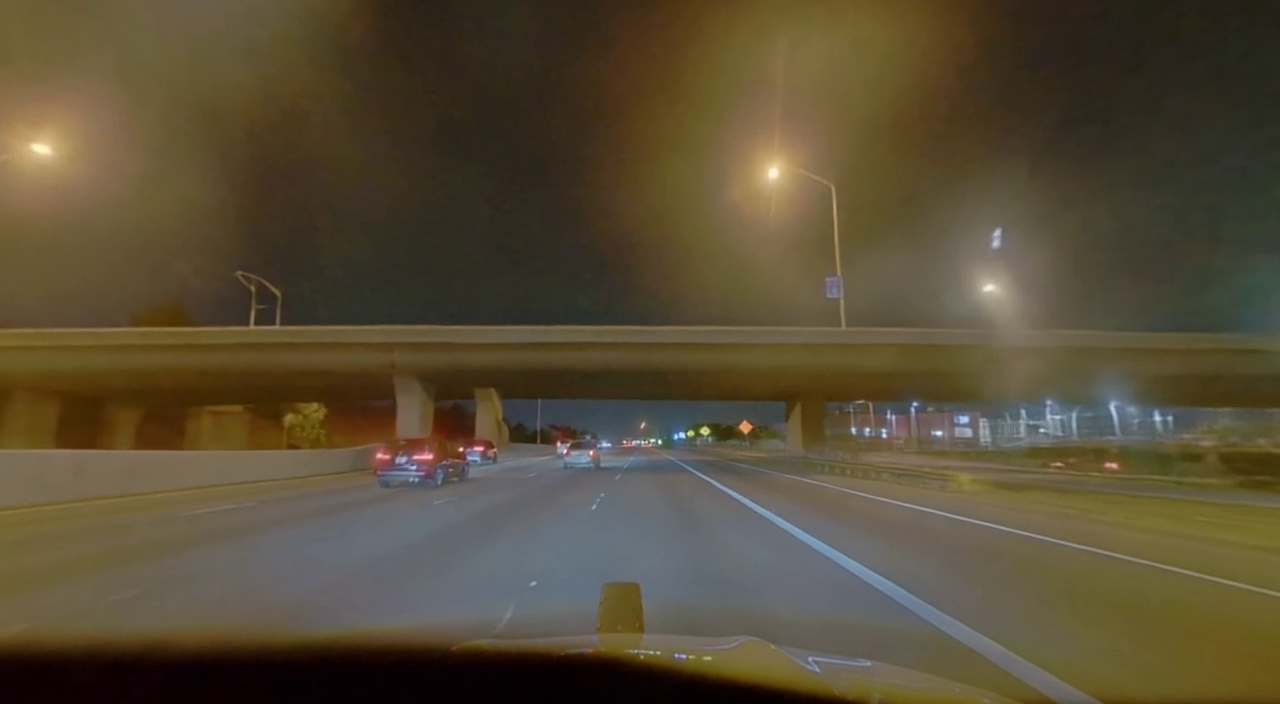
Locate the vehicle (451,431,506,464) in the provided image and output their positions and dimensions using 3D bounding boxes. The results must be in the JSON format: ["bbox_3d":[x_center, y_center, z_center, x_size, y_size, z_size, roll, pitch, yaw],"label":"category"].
[{"bbox_3d":[-9.449,5.640,37.385,1.969,1.759,4.758,0,-8,1],"label":"vehicle"}]

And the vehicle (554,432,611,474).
[{"bbox_3d":[-2.411,4.390,27.690,2.027,1.697,4.307,0,-8,1],"label":"vehicle"}]

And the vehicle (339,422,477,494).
[{"bbox_3d":[-6.318,2.955,17.935,2.015,1.762,4.790,0,-8,1],"label":"vehicle"}]
